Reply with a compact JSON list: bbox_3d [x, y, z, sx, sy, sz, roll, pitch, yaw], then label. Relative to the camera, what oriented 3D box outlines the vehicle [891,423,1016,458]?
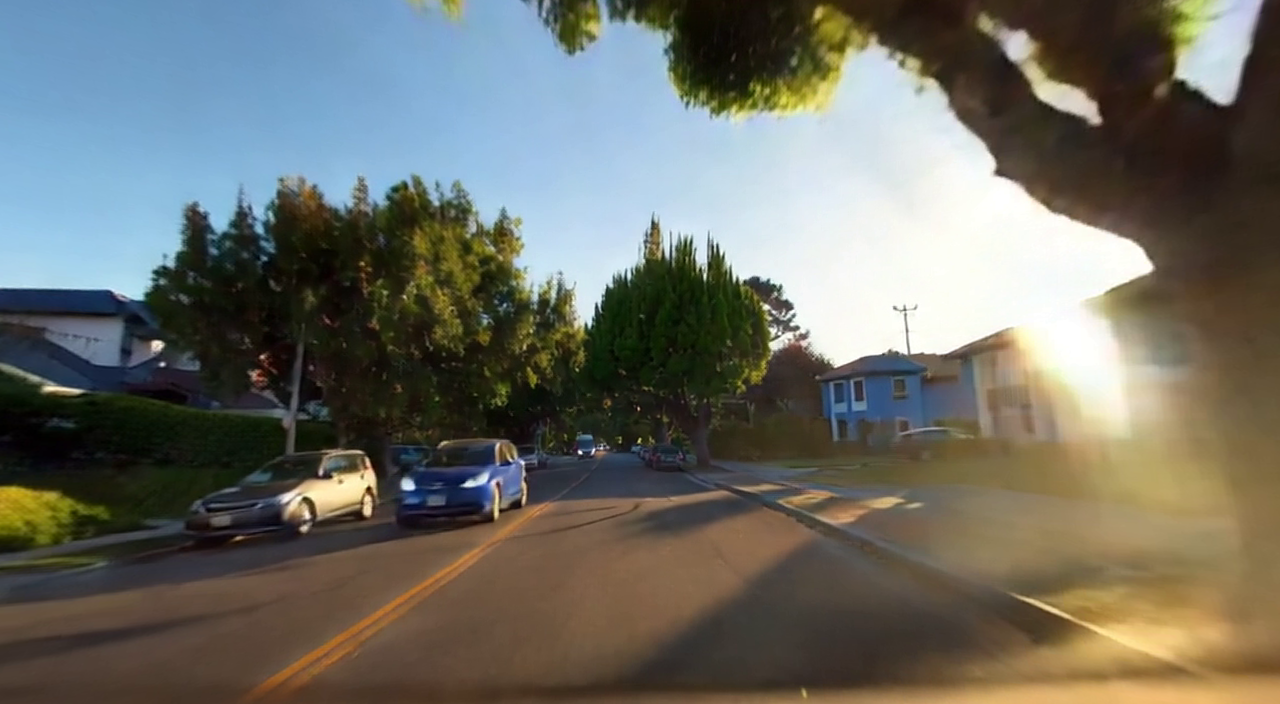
[{"bbox_3d":[13.284,3.794,27.050,4.370,1.433,1.889,-2,-8,12],"label":"vehicle"}]

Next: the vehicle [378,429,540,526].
[{"bbox_3d":[-3.566,2.540,13.438,2.106,1.688,4.392,0,-8,0],"label":"vehicle"}]

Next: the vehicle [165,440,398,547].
[{"bbox_3d":[-6.483,2.536,12.141,2.031,1.662,4.194,0,-8,0],"label":"vehicle"}]

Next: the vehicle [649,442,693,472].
[{"bbox_3d":[1.668,5.811,35.295,1.996,1.516,4.122,0,-8,-4],"label":"vehicle"}]
